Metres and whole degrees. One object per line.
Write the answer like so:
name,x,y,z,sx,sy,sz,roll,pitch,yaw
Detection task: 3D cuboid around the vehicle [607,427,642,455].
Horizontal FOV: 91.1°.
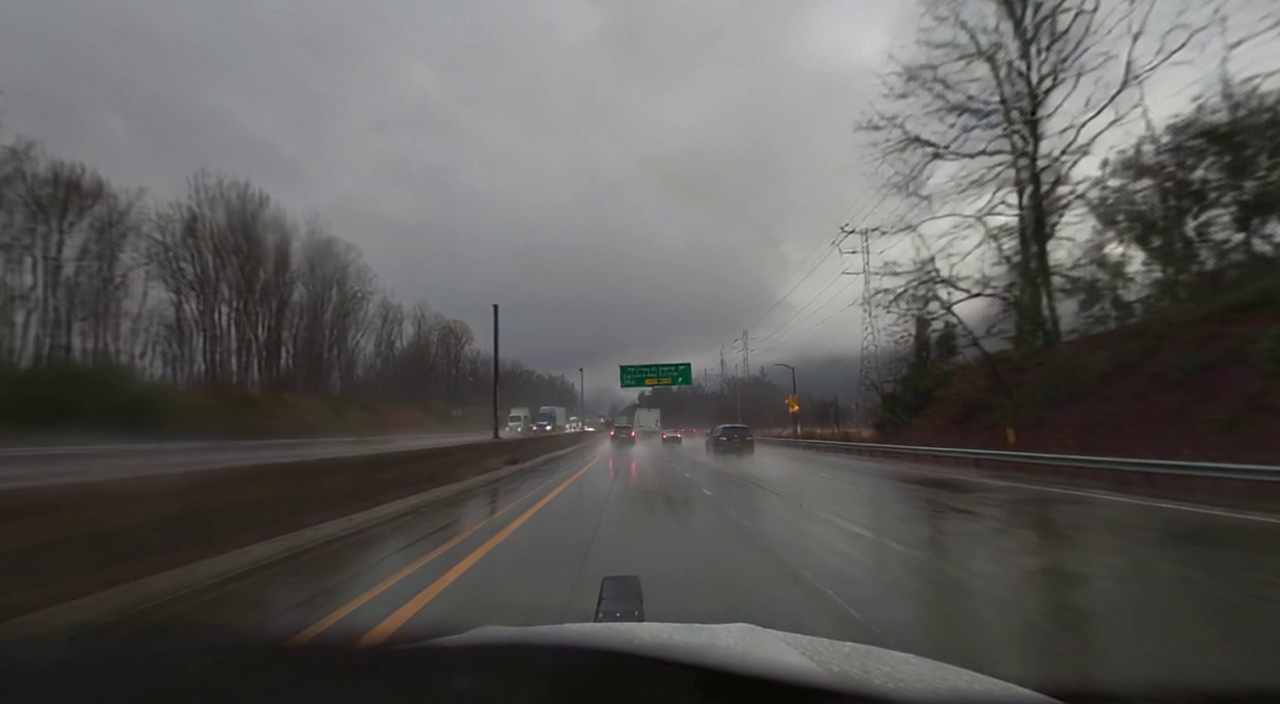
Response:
vehicle,-0.949,5.665,40.283,2.134,1.710,4.049,0,-7,-1

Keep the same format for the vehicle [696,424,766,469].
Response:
vehicle,3.402,3.637,24.334,2.062,1.581,3.914,0,-8,-1
